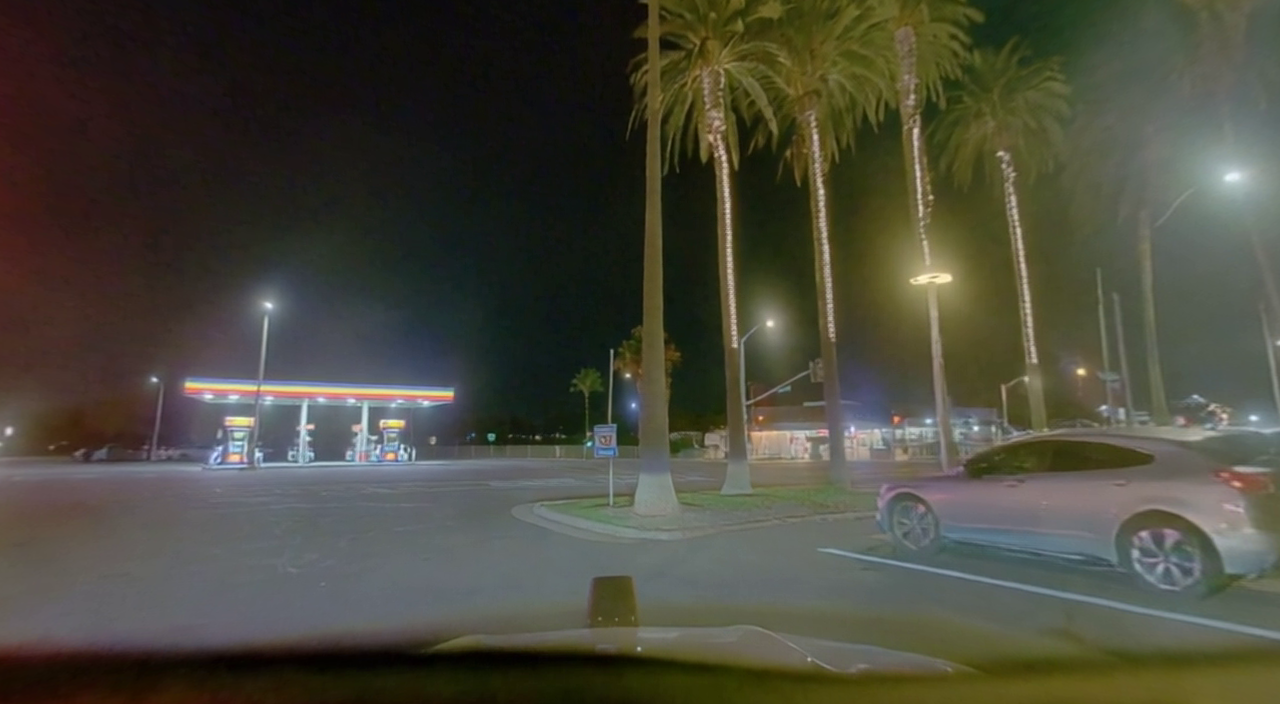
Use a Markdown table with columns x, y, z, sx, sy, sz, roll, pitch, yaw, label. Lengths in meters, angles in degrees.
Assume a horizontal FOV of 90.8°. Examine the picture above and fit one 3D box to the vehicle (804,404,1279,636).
| x | y | z | sx | sy | sz | roll | pitch | yaw | label |
| --- | --- | --- | --- | --- | --- | --- | --- | --- | --- |
| 4.032 | 1.398 | 6.146 | 1.937 | 1.490 | 4.564 | 5 | -10 | -32 | vehicle |
